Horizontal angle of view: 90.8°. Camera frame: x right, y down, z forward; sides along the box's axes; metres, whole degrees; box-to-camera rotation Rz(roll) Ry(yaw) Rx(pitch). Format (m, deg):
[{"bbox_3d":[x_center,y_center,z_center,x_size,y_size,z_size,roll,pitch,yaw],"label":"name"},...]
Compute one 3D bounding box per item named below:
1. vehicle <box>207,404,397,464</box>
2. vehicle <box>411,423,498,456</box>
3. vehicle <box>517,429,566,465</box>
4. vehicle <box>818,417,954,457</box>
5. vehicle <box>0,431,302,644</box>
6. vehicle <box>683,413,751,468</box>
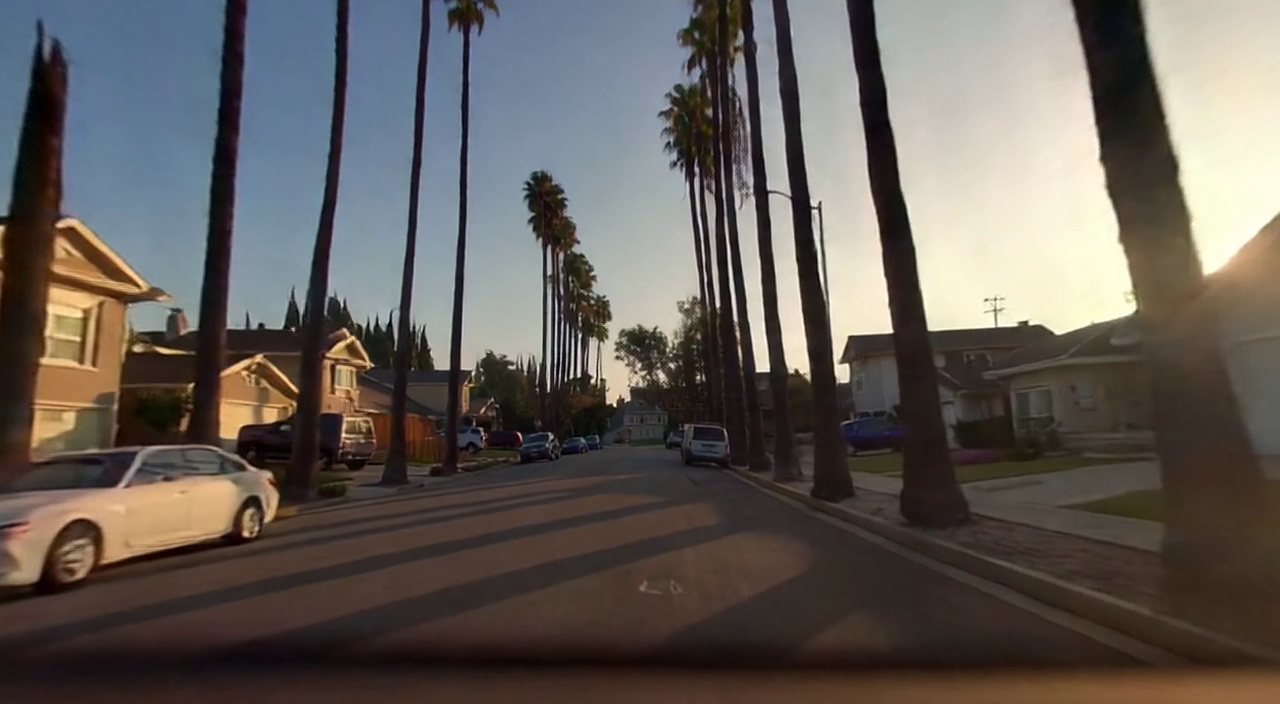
[{"bbox_3d":[-11.773,2.919,22.375,5.340,1.948,2.398,0,-8,0],"label":"vehicle"},{"bbox_3d":[-11.952,5.668,41.021,4.991,1.947,2.329,-1,-8,-2],"label":"vehicle"},{"bbox_3d":[-5.393,5.226,35.305,2.147,1.823,4.725,-1,-7,-2],"label":"vehicle"},{"bbox_3d":[9.713,3.395,25.239,4.643,1.520,1.826,-1,-8,2],"label":"vehicle"},{"bbox_3d":[-5.609,1.582,6.432,1.949,1.511,4.466,0,-7,-1],"label":"vehicle"},{"bbox_3d":[3.053,3.718,26.433,2.184,2.038,6.212,0,-8,1],"label":"vehicle"}]
